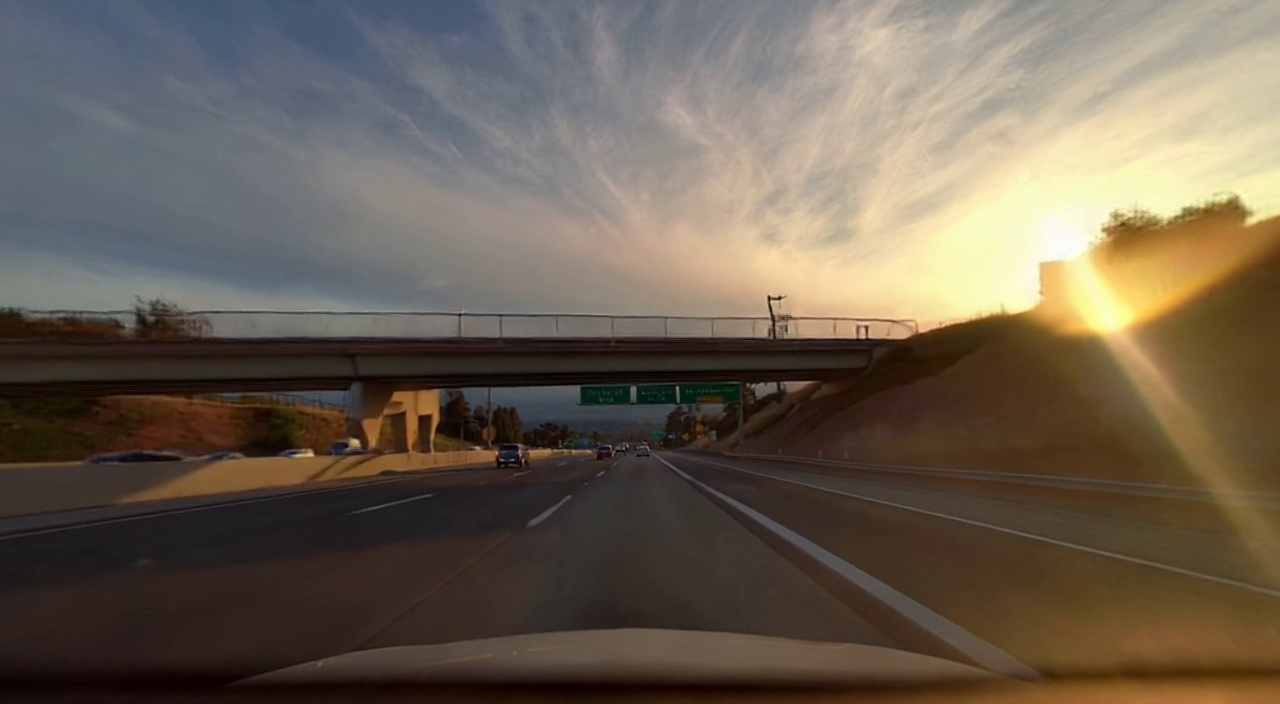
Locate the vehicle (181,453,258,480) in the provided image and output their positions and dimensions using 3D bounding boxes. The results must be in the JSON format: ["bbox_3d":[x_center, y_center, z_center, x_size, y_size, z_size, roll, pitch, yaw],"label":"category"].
[{"bbox_3d":[-26.542,7.214,39.891,1.819,1.521,4.377,0,-9,0],"label":"vehicle"}]

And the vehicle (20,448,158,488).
[{"bbox_3d":[-26.563,5.562,30.668,2.081,1.748,5.102,0,-9,0],"label":"vehicle"}]

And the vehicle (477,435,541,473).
[{"bbox_3d":[-7.326,5.780,35.971,2.341,1.959,5.684,0,-9,1],"label":"vehicle"}]
